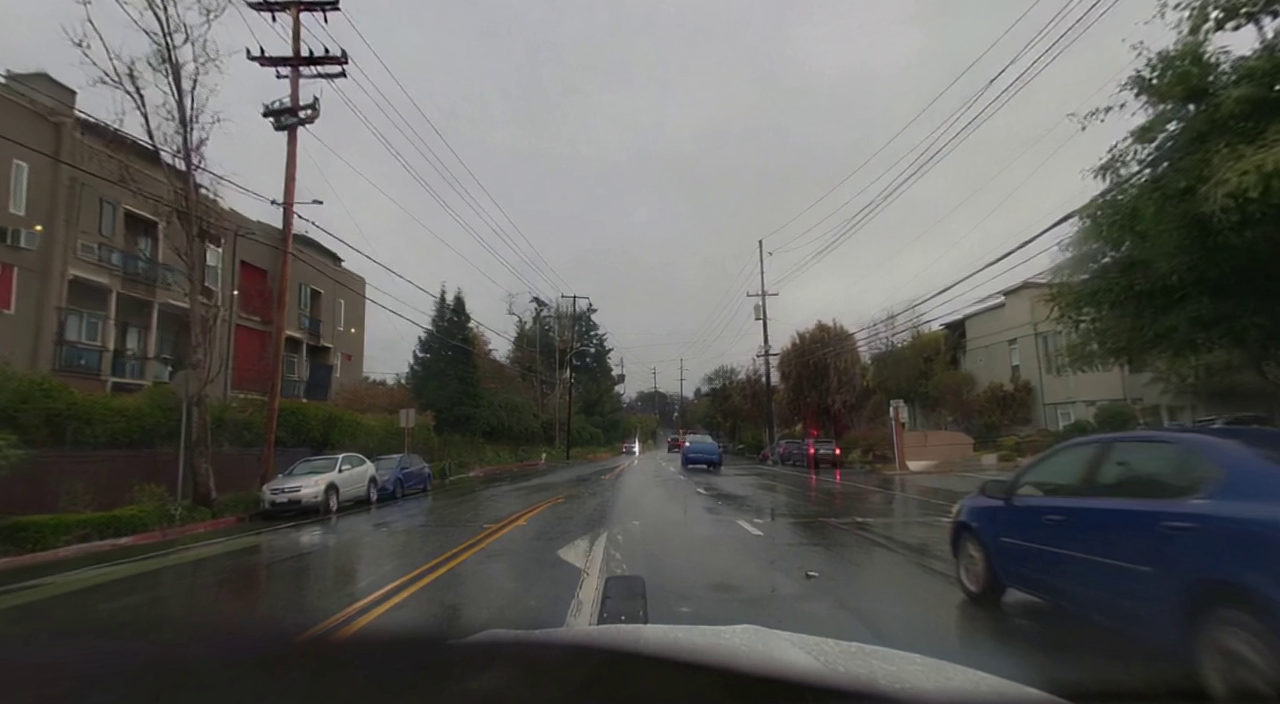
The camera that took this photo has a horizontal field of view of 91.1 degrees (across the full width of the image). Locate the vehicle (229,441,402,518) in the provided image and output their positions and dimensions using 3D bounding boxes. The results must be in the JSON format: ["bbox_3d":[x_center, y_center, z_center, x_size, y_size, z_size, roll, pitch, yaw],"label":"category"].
[{"bbox_3d":[-8.728,3.421,17.525,2.381,1.825,4.652,0,-8,-1],"label":"vehicle"}]

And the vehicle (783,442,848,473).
[{"bbox_3d":[8.929,5.380,32.341,1.935,1.478,4.711,0,-8,-1],"label":"vehicle"}]

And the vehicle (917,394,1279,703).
[{"bbox_3d":[3.698,1.128,3.787,2.028,1.552,4.370,0,-8,0],"label":"vehicle"}]

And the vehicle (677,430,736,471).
[{"bbox_3d":[3.031,4.633,29.663,2.046,1.784,4.687,0,-8,-3],"label":"vehicle"}]
